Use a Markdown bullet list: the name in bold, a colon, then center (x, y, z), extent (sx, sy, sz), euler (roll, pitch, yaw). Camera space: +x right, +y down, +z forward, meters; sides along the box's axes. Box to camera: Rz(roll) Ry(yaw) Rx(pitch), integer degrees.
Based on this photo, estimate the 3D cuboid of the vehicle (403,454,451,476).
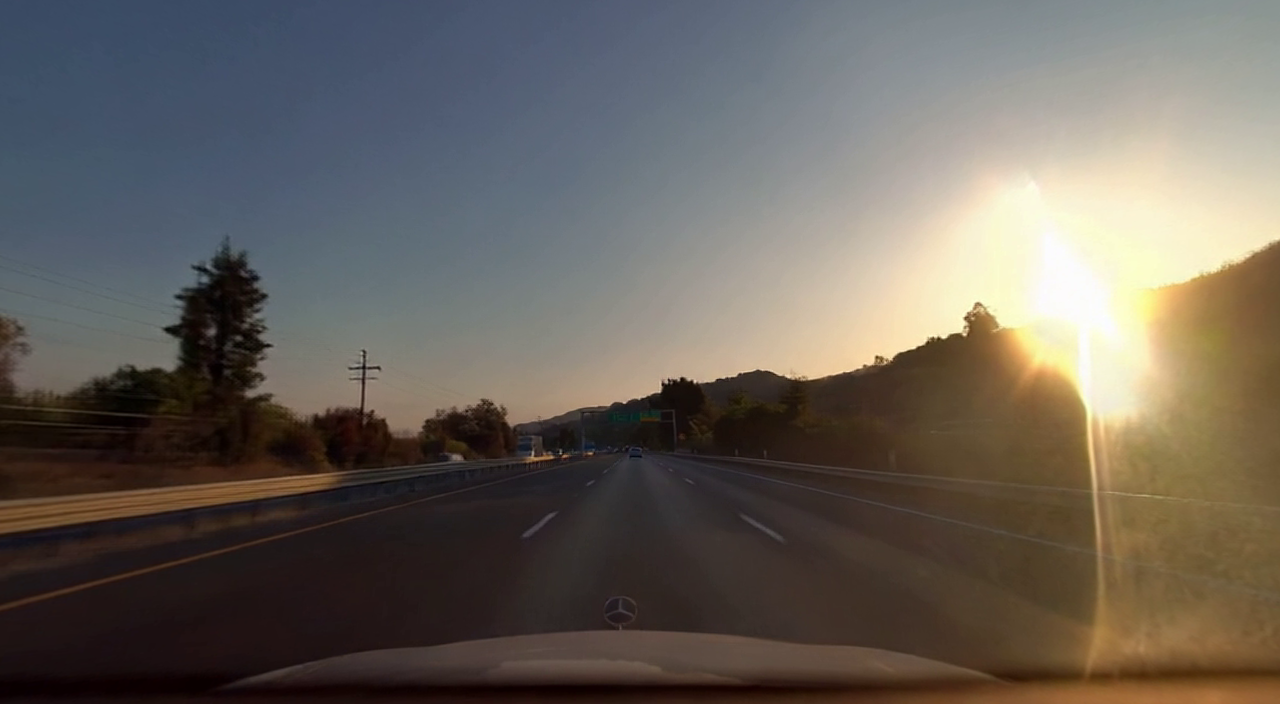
- **vehicle**: center (-16.027, 8.529, 47.657), extent (1.952, 1.496, 4.769), euler (0, -9, 0)
